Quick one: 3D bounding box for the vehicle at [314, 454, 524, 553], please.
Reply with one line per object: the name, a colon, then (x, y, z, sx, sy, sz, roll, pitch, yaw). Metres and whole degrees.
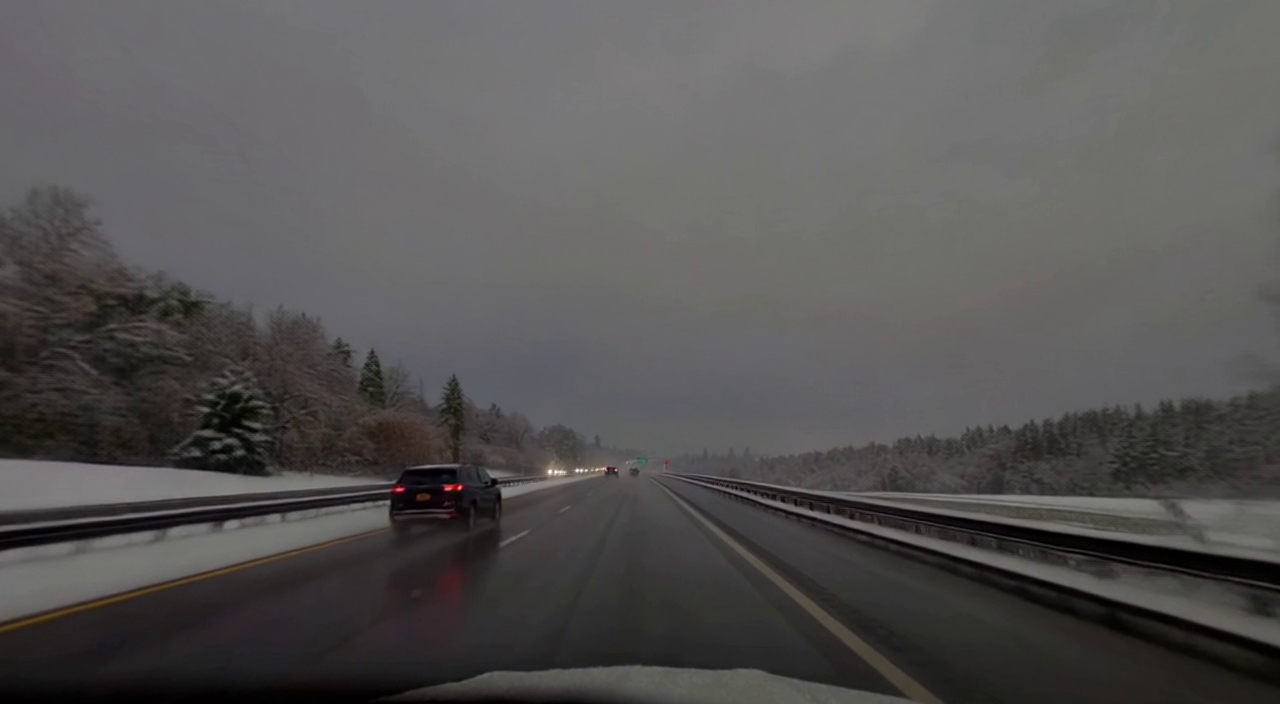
vehicle: (-3.821, 2.775, 12.114, 2.146, 1.441, 5.020, 1, -11, 1)
